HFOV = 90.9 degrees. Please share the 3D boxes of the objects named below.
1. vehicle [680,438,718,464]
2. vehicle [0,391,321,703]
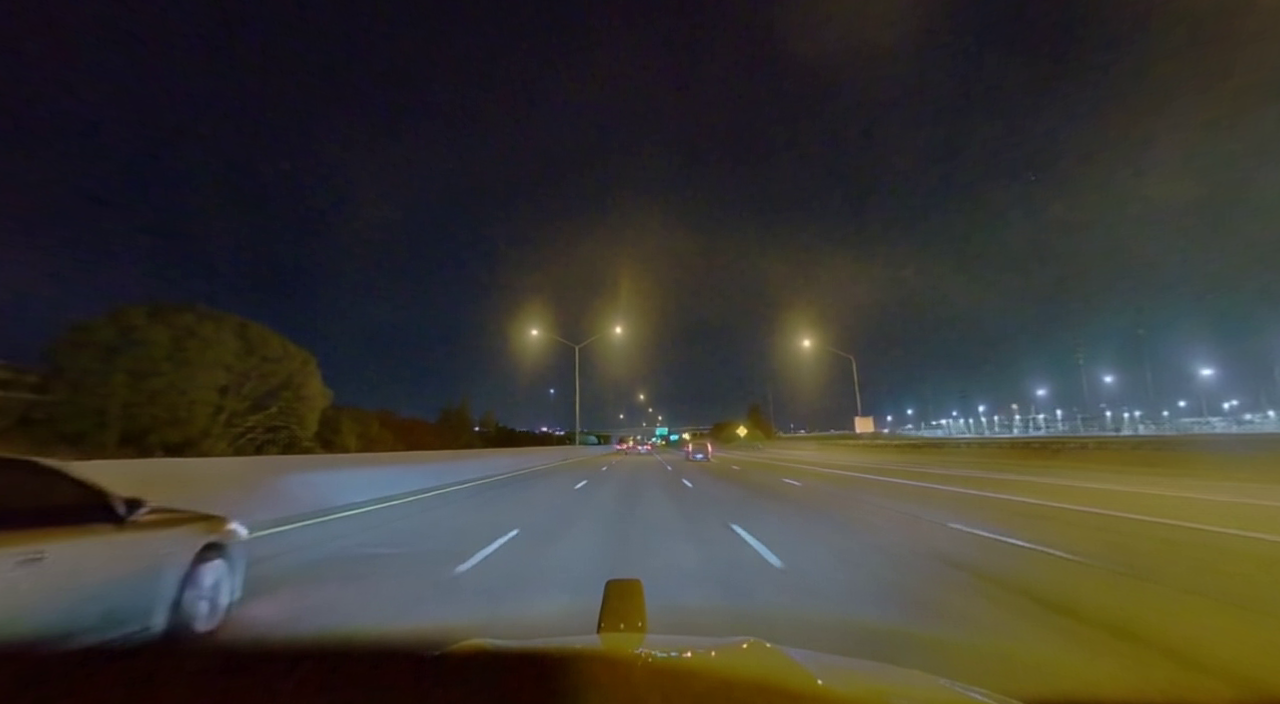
[{"bbox_3d":[3.657,6.238,39.824,1.949,1.515,4.374,0,-8,-1],"label":"vehicle"},{"bbox_3d":[-3.464,0.900,2.380,1.979,1.505,4.705,0,-8,1],"label":"vehicle"}]
